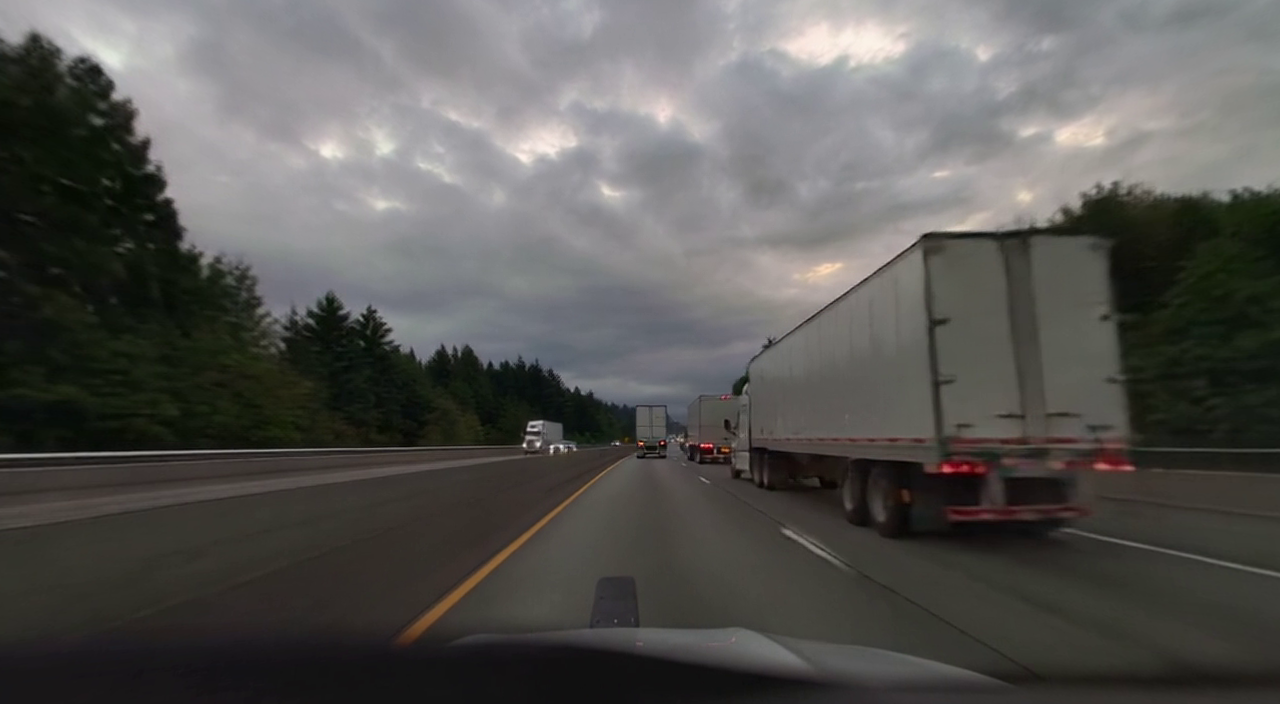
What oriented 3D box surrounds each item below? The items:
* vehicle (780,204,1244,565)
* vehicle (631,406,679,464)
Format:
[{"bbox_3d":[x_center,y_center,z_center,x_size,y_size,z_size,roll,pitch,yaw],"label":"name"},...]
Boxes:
[{"bbox_3d":[4.903,0.854,11.031,2.843,3.940,8.349,-1,-8,0],"label":"vehicle"},{"bbox_3d":[0.875,5.201,39.244,2.644,3.247,7.454,-1,-8,1],"label":"vehicle"}]
